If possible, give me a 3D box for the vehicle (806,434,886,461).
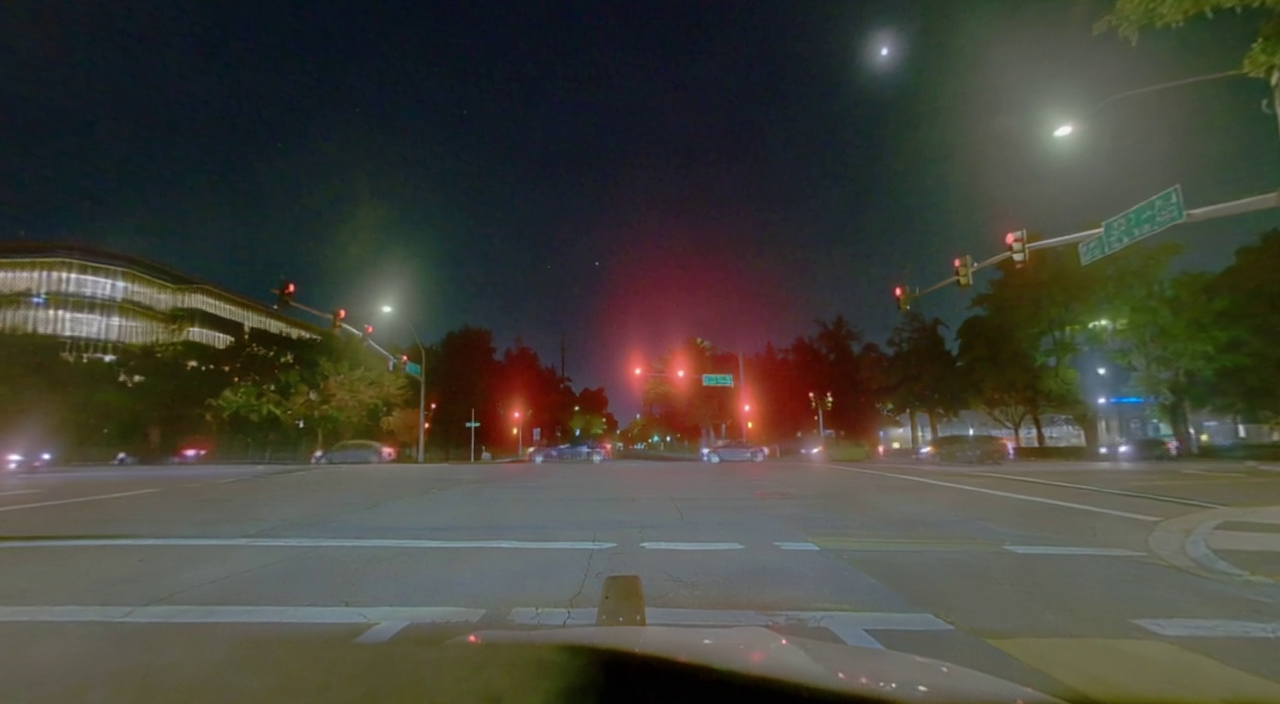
[{"bbox_3d":[13.227,6.168,40.823,4.488,1.667,1.869,0,-9,1],"label":"vehicle"}]

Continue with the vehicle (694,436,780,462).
[{"bbox_3d":[5.648,5.719,37.198,4.724,1.452,1.870,0,-9,1],"label":"vehicle"}]

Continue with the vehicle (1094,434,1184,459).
[{"bbox_3d":[31.778,6.048,40.270,4.100,1.509,1.853,0,-9,0],"label":"vehicle"}]

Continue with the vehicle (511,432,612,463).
[{"bbox_3d":[-4.901,6.085,40.230,6.133,1.833,2.155,-1,-9,2],"label":"vehicle"}]

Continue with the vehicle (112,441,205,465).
[{"bbox_3d":[-30.753,6.454,40.411,4.443,1.472,1.794,0,-9,-1],"label":"vehicle"}]

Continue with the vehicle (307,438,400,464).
[{"bbox_3d":[-16.670,5.783,36.889,4.519,1.476,1.767,0,-9,0],"label":"vehicle"}]

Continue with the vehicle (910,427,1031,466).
[{"bbox_3d":[15.869,4.554,30.535,4.662,1.764,2.064,0,-9,-3],"label":"vehicle"}]
